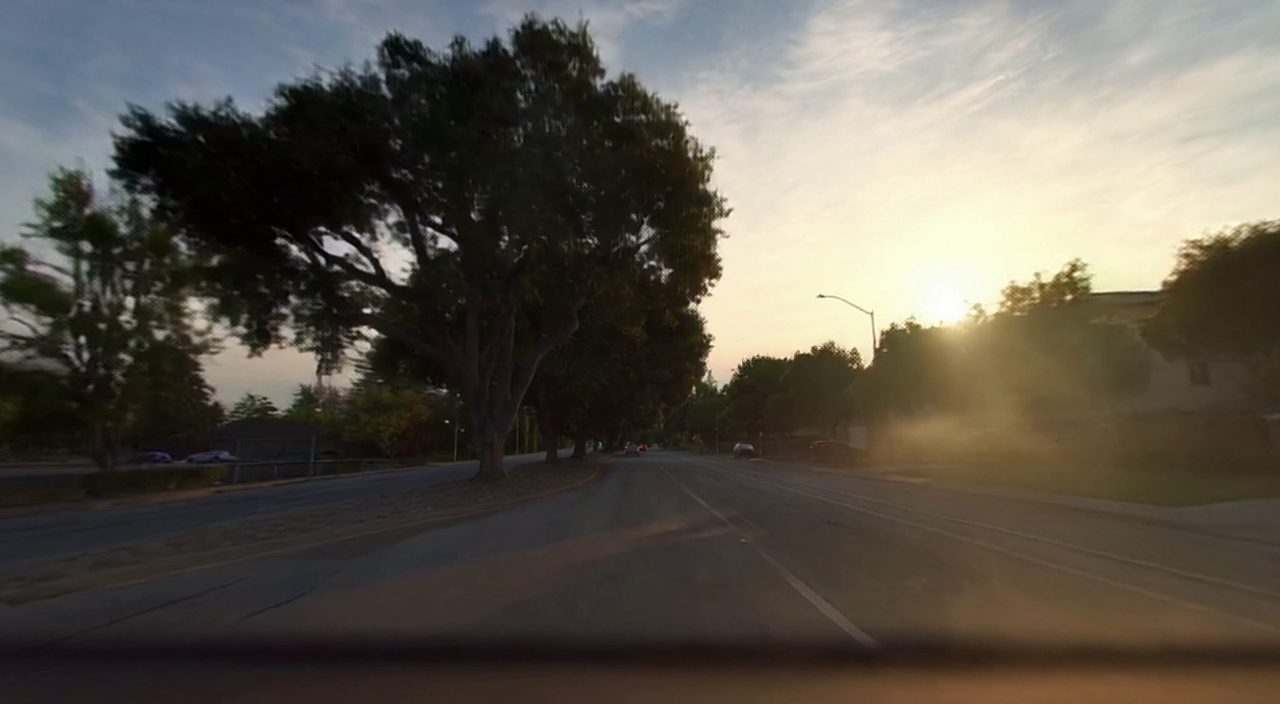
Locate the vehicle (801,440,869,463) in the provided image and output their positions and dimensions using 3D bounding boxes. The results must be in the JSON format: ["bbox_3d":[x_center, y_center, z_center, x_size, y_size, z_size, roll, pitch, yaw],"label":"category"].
[{"bbox_3d":[15.292,7.797,49.621,4.605,1.779,2.135,0,-9,-1],"label":"vehicle"}]
